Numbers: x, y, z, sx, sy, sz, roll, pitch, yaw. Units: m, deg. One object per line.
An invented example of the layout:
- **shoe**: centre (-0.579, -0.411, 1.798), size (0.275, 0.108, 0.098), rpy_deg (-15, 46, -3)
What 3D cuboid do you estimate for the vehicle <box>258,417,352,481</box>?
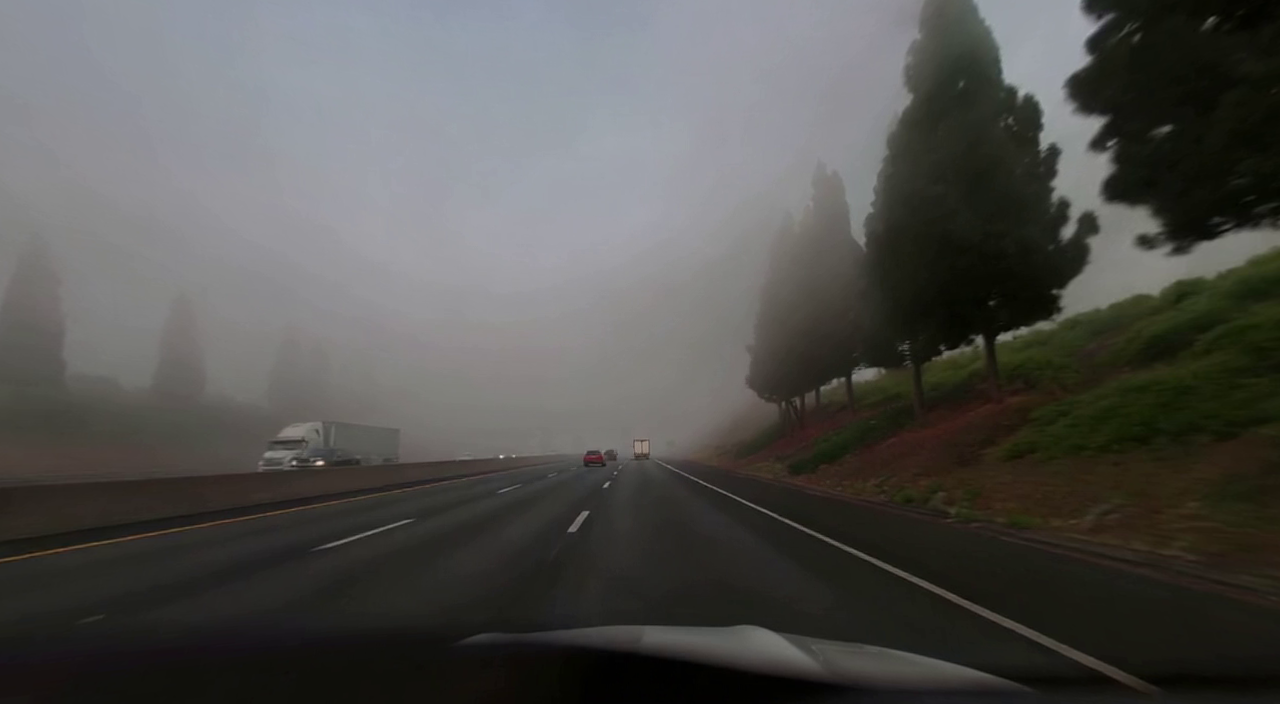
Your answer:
- **vehicle**: centre (-22.444, 6.582, 42.693), size (2.983, 3.987, 5.851), rpy_deg (0, -9, -1)
